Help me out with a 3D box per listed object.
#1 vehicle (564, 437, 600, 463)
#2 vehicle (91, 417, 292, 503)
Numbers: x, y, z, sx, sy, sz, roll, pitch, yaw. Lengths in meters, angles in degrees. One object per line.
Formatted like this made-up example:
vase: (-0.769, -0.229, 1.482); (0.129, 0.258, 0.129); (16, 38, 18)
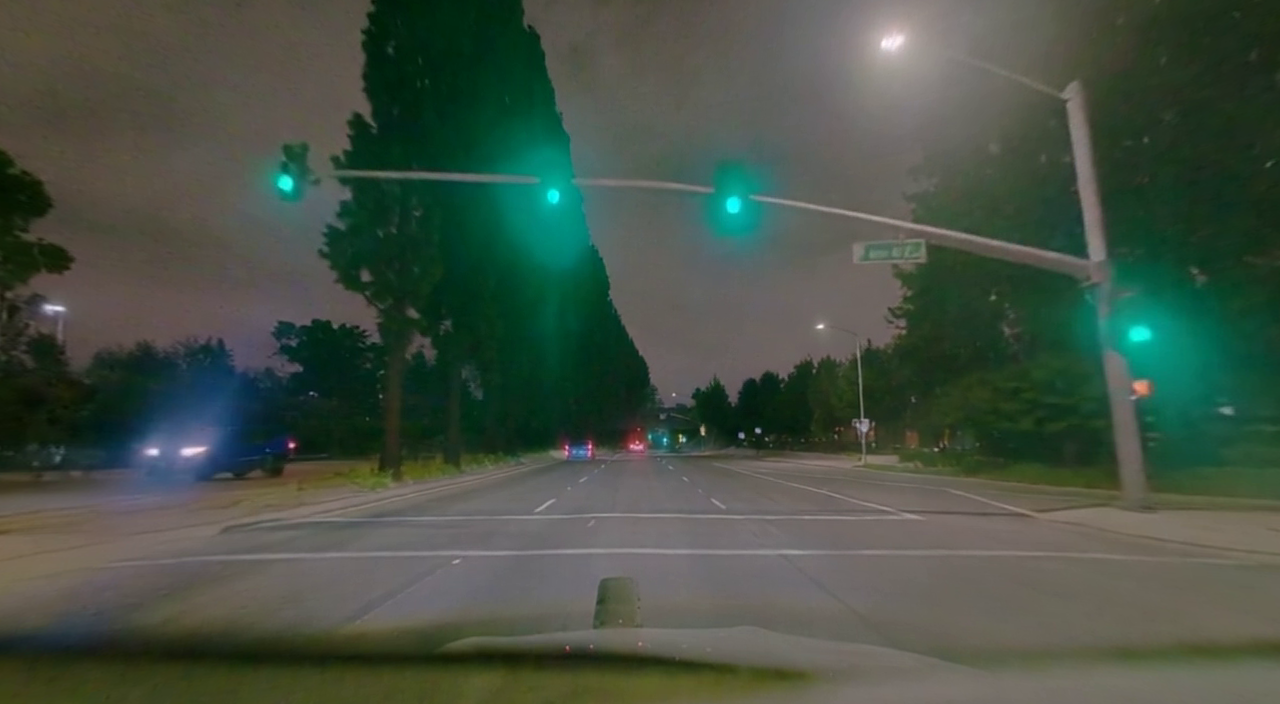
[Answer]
vehicle: (-3.916, 6.694, 43.232); (2.042, 1.686, 4.372); (0, -9, 0)
vehicle: (-12.627, 3.066, 18.372); (2.268, 2.038, 5.024); (-2, -8, -1)
